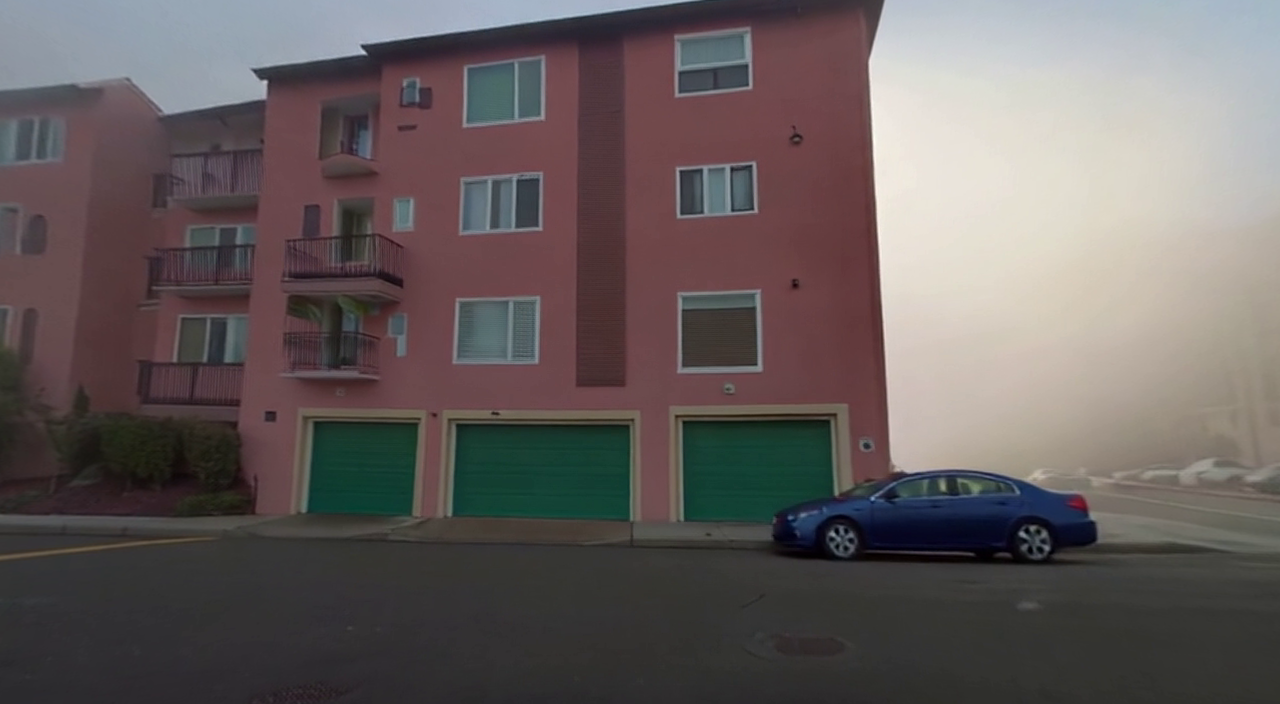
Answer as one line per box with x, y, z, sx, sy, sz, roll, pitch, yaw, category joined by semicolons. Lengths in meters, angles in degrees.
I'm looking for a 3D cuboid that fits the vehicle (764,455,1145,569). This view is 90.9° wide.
4.306;2.280;9.448;4.697;1.444;1.825;-1;-9;8;vehicle

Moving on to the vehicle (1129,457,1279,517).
19.087;4.326;20.440;4.438;1.776;2.182;-2;-9;9;vehicle
